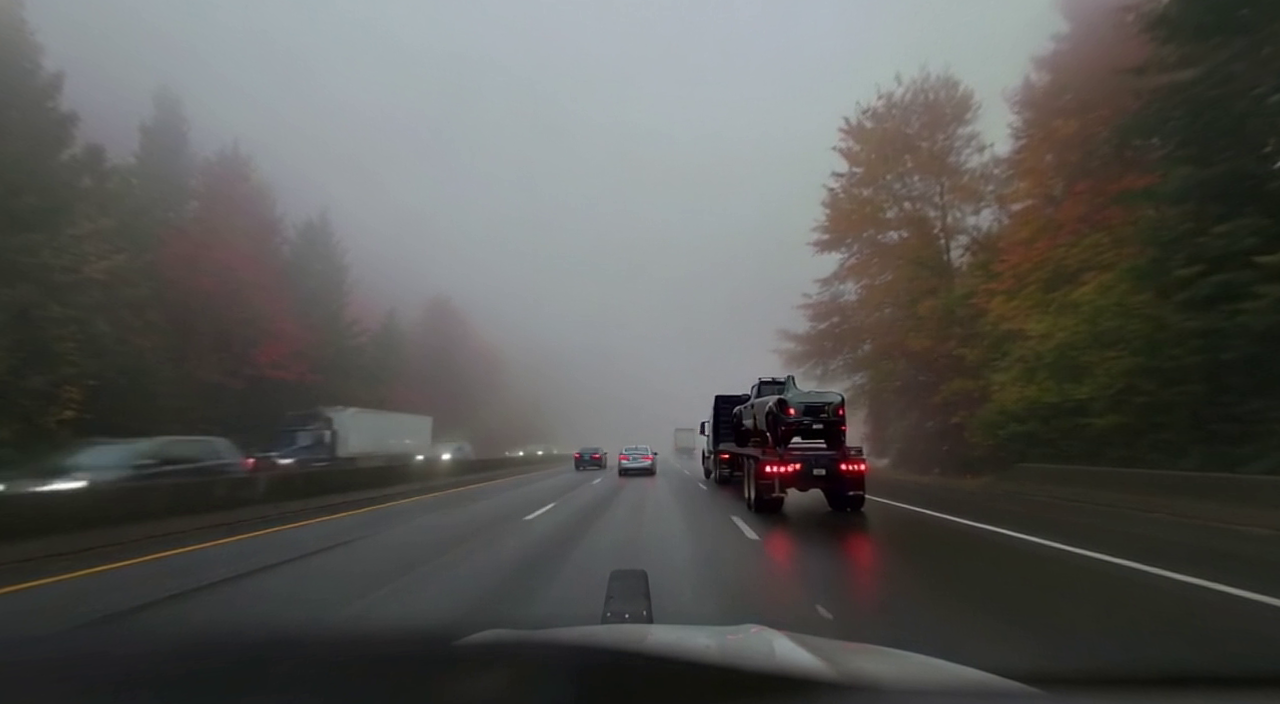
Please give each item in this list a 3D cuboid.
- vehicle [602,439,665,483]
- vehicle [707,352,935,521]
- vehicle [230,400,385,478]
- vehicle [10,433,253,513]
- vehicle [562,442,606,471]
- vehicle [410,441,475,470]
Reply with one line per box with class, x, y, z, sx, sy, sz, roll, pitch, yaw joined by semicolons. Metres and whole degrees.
vehicle;-0.132;4.045;23.682;2.152;1.484;4.211;0;-8;2
vehicle;4.197;2.584;18.798;3.150;3.257;13.098;0;-8;1
vehicle;-18.149;4.940;35.534;2.985;3.765;9.850;0;-8;2
vehicle;-11.112;2.634;14.236;1.905;1.511;4.095;0;-8;3
vehicle;-2.985;5.667;34.304;1.928;1.464;3.706;0;-8;2
vehicle;-10.912;5.725;35.046;1.998;1.514;4.303;0;-8;3
